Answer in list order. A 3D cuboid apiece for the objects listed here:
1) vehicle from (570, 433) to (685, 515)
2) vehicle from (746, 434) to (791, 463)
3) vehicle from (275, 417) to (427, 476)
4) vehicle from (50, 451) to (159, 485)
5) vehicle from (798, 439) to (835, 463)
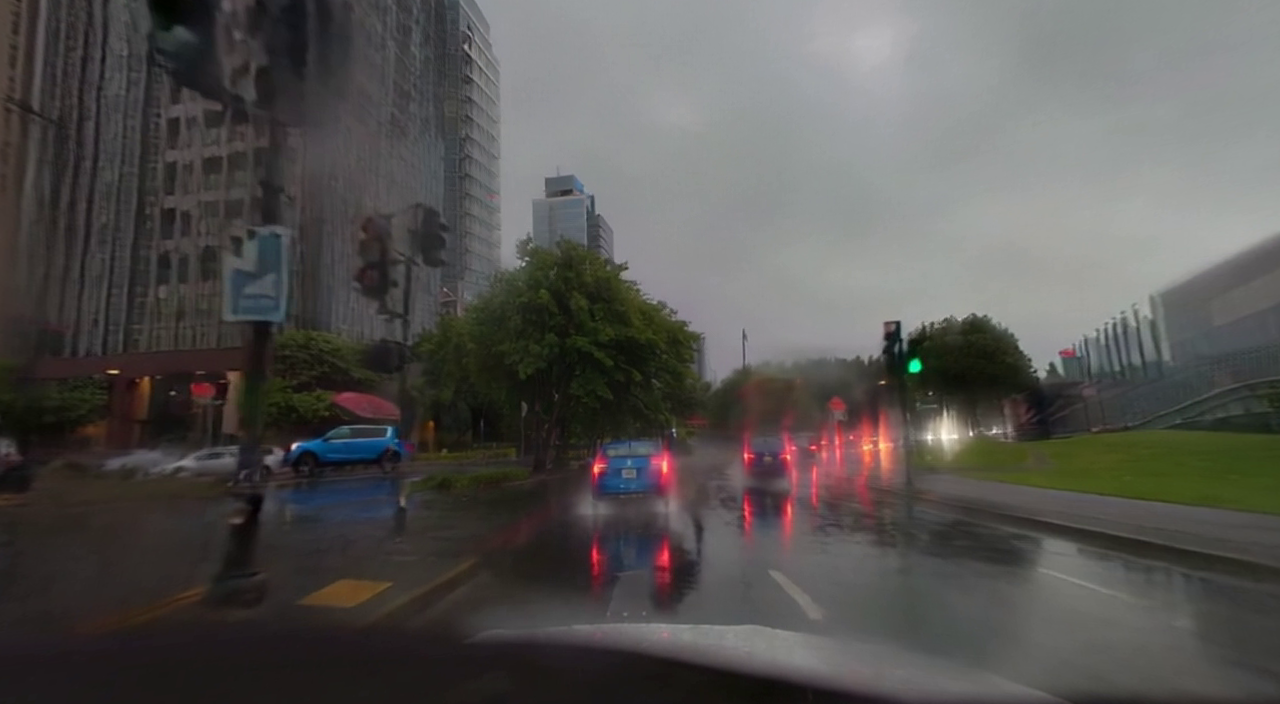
[{"bbox_3d":[-0.278,2.541,13.636,2.118,1.480,3.949,0,-9,-1],"label":"vehicle"},{"bbox_3d":[8.691,6.468,42.303,2.212,1.790,4.768,-3,-9,20],"label":"vehicle"},{"bbox_3d":[-15.004,4.990,33.420,2.287,2.780,7.166,-5,-10,31],"label":"vehicle"},{"bbox_3d":[-20.056,4.330,23.690,1.259,1.181,2.744,-4,-10,22],"label":"vehicle"},{"bbox_3d":[12.292,6.874,43.741,1.822,1.555,3.574,-4,-9,25],"label":"vehicle"}]
